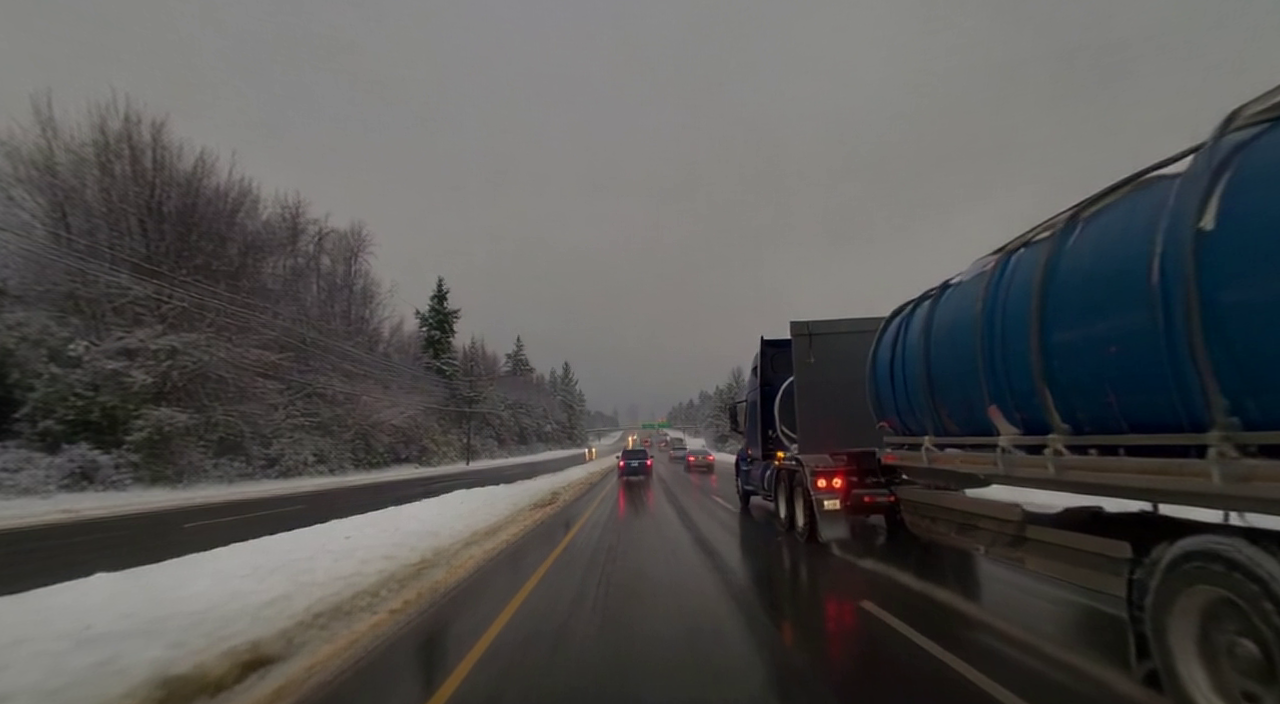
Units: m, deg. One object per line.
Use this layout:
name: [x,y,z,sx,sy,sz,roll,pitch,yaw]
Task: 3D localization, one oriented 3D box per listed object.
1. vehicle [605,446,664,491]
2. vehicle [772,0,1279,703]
vehicle: [-0.162,4.220,23.095,2.003,1.490,3.636,0,-9,1]
vehicle: [3.911,0.559,6.147,2.694,3.453,11.641,0,-9,0]
